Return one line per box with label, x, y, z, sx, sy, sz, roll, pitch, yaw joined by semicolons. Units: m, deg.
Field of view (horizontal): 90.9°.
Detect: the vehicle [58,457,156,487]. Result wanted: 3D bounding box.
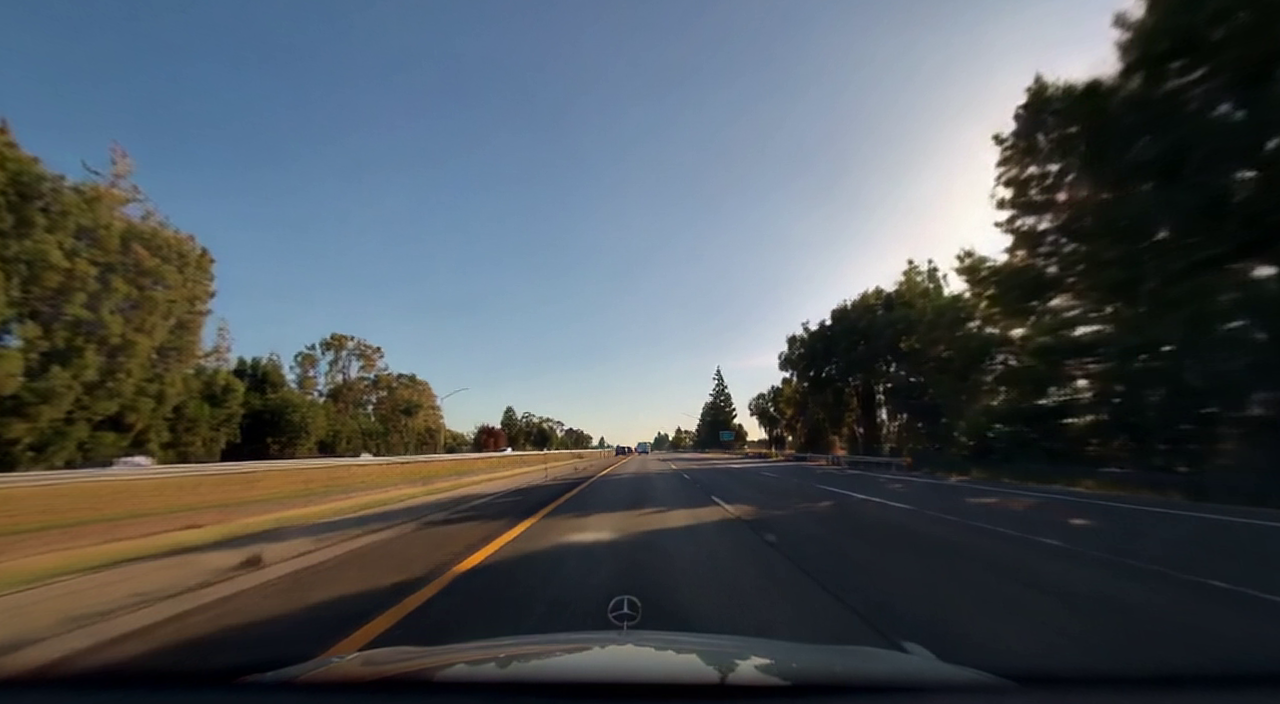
vehicle;-33.347;7.505;39.635;2.031;1.676;4.560;-1;-8;3
